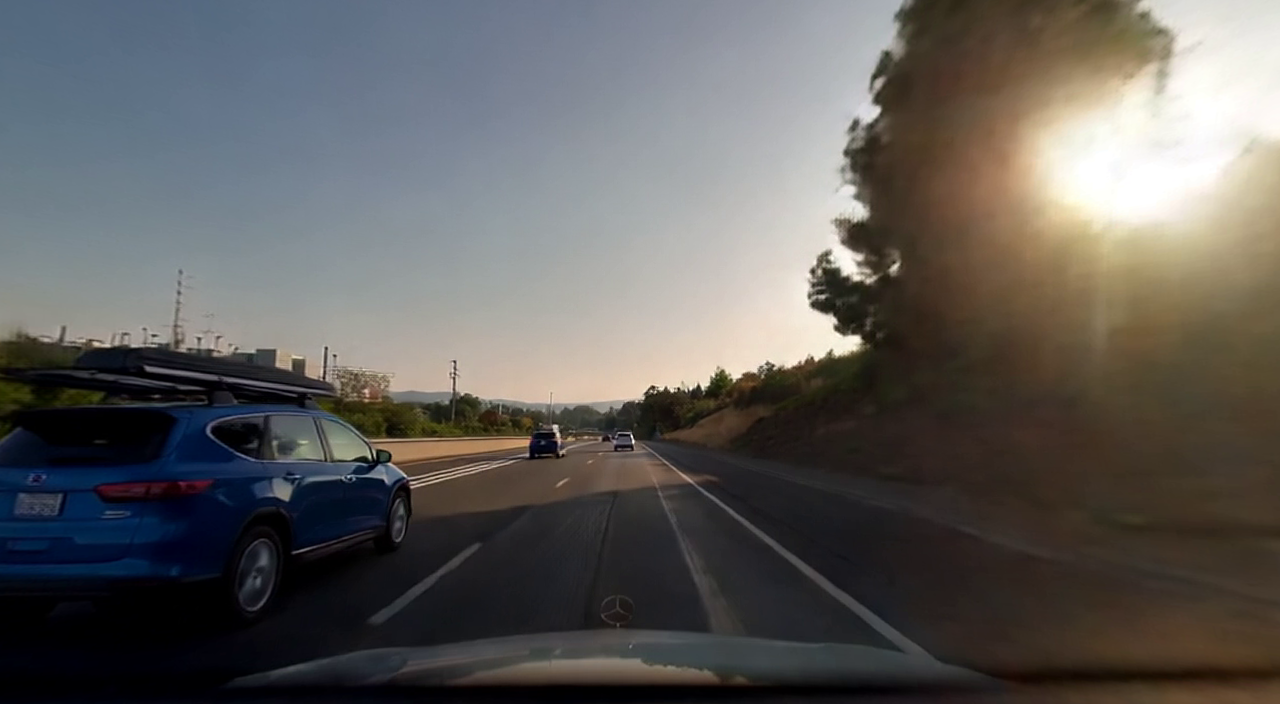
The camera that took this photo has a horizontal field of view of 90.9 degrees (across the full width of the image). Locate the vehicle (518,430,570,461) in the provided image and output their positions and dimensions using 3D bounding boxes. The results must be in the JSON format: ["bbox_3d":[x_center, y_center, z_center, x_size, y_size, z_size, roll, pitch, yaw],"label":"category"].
[{"bbox_3d":[-5.227,5.172,35.020,2.189,1.580,4.607,0,-8,0],"label":"vehicle"}]

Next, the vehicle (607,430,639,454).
[{"bbox_3d":[-1.185,6.446,45.236,2.151,1.618,3.898,0,-8,-1],"label":"vehicle"}]
